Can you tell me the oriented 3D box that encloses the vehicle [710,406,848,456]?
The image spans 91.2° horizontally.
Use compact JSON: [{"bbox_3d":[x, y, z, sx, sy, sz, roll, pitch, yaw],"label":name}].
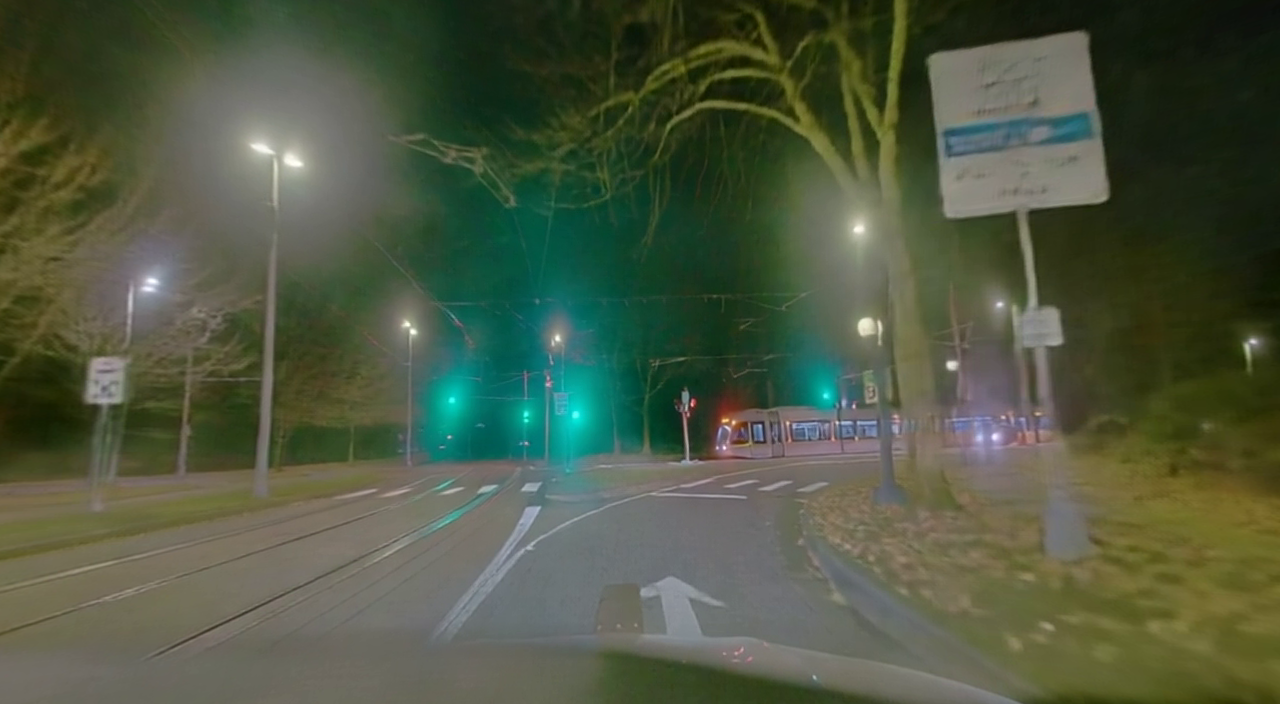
[{"bbox_3d":[11.007,6.340,49.839,10.391,3.725,2.904,2,-9,-14],"label":"vehicle"}]
